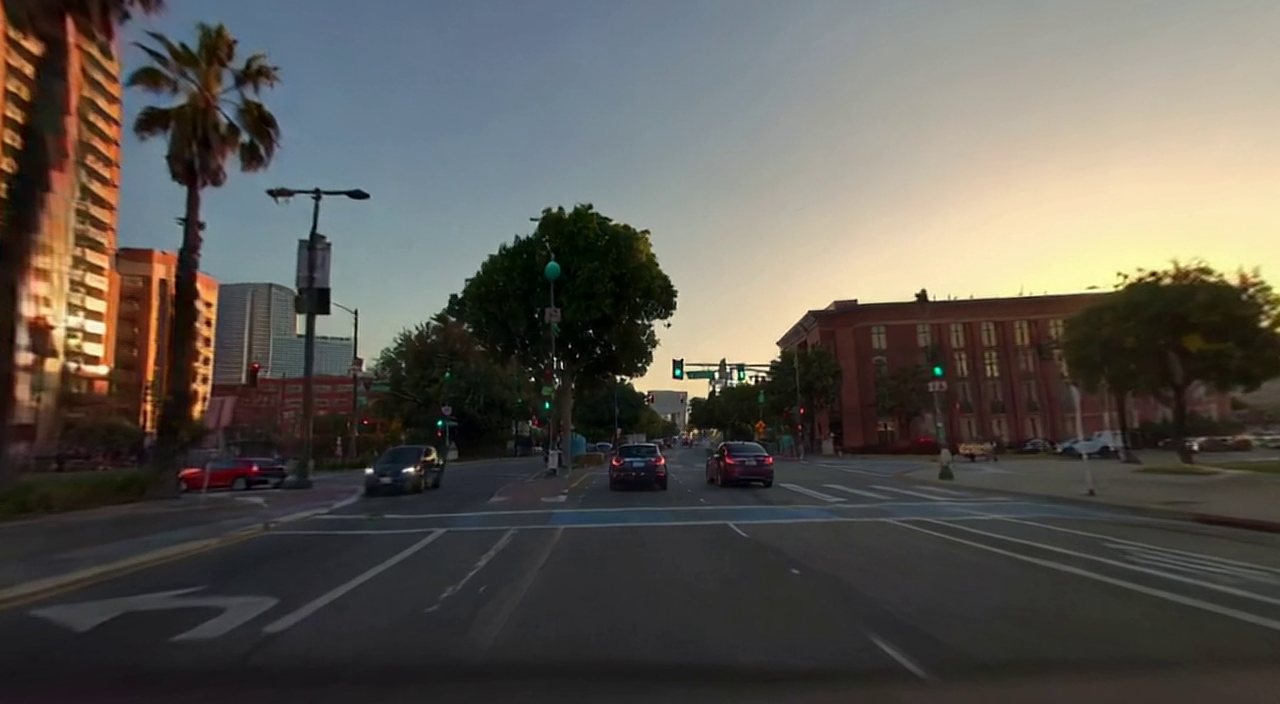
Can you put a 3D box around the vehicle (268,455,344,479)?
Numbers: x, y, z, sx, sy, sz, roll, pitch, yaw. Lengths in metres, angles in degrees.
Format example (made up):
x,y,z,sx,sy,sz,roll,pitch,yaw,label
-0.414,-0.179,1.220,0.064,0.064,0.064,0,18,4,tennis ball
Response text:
x,y,z,sx,sy,sz,roll,pitch,yaw,label
-22.061,7.585,41.912,1.844,1.478,4.618,-2,-9,12,vehicle

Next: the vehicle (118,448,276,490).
x,y,z,sx,sy,sz,roll,pitch,yaw,label
-17.144,4.538,24.663,4.641,1.502,1.882,1,-9,-6,vehicle

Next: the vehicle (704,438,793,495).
x,y,z,sx,sy,sz,roll,pitch,yaw,label
3.096,3.354,18.744,1.909,1.500,3.524,0,-9,-1,vehicle

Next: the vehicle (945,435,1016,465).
x,y,z,sx,sy,sz,roll,pitch,yaw,label
20.060,5.814,37.477,1.959,1.674,4.706,-1,-9,6,vehicle

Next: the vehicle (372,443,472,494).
x,y,z,sx,sy,sz,roll,pitch,yaw,label
-7.427,3.842,21.242,1.977,1.501,4.435,6,-10,-35,vehicle

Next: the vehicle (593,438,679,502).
x,y,z,sx,sy,sz,roll,pitch,yaw,label
-0.111,3.099,16.981,2.048,1.503,3.681,0,-9,-1,vehicle
